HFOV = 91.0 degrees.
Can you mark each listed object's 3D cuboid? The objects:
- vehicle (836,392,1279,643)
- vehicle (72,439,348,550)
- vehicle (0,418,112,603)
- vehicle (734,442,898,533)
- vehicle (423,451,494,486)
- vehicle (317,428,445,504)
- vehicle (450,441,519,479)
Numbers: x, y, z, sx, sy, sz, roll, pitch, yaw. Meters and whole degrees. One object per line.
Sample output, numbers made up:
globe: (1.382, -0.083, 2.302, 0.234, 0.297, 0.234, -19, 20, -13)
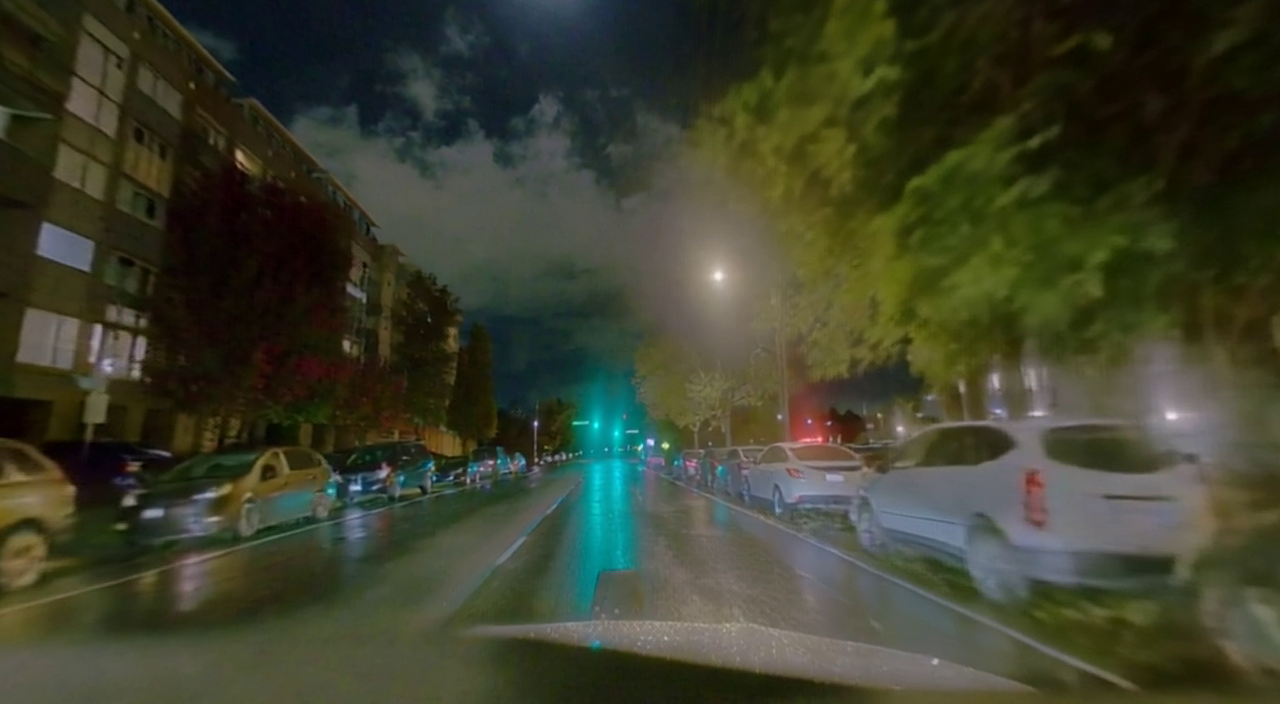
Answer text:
vehicle: (4.090, 1.556, 6.980, 2.071, 1.781, 4.737, 0, -9, -3)
vehicle: (-7.730, 2.571, 12.143, 2.055, 1.663, 4.889, 0, -9, -3)
vehicle: (-7.448, 1.415, 5.083, 2.072, 1.840, 5.197, -2, -10, -4)
vehicle: (3.397, 2.709, 13.235, 2.009, 1.547, 4.574, 0, -9, -2)
vehicle: (-8.405, 5.416, 29.617, 2.057, 1.486, 4.759, 0, -9, -2)
vehicle: (-8.260, 3.683, 20.752, 2.146, 2.167, 5.339, 0, -9, -3)
vehicle: (-8.768, 6.178, 36.261, 2.613, 1.959, 5.843, 0, -9, -1)
